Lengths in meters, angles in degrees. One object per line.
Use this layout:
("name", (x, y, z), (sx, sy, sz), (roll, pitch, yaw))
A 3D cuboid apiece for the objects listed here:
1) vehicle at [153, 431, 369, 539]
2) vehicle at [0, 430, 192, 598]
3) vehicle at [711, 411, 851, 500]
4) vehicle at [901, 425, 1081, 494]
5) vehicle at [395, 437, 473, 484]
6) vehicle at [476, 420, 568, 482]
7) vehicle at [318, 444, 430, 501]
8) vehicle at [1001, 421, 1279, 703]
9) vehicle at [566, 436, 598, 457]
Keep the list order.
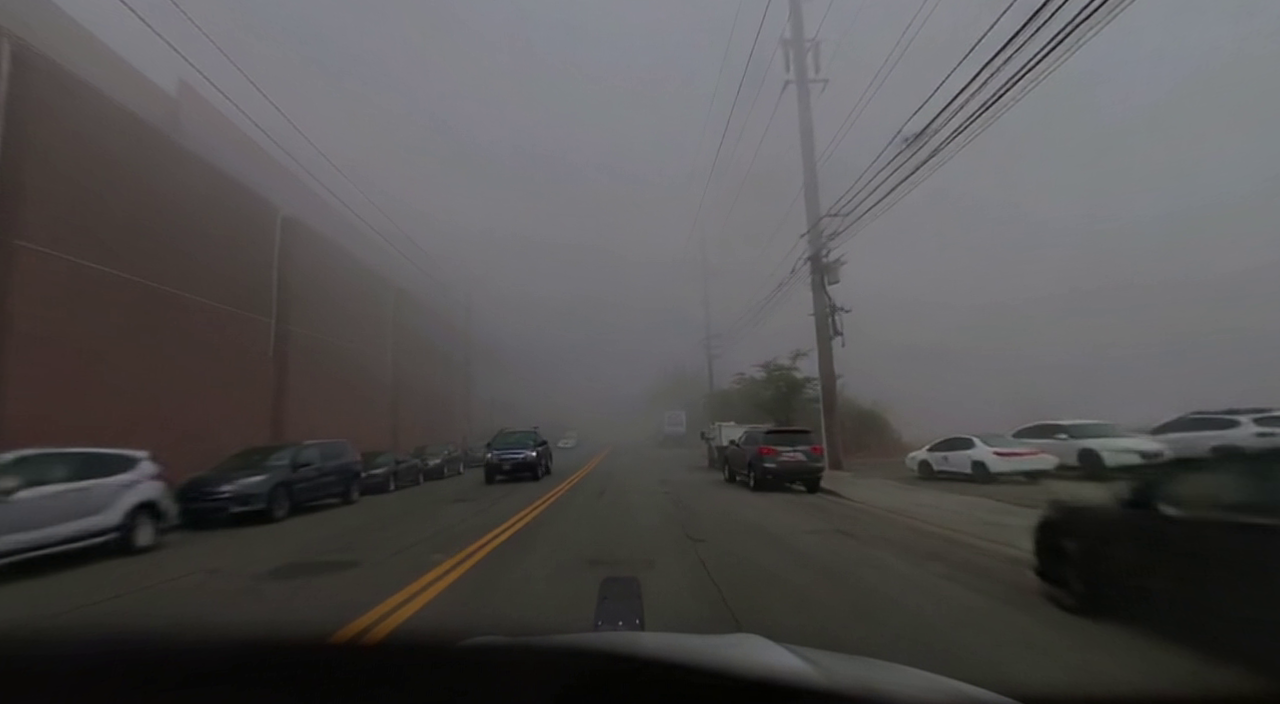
("vehicle", (-7.769, 2.670, 13.611), (1.933, 1.754, 4.514), (-3, -7, 0))
("vehicle", (-7.932, 1.820, 7.395), (2.194, 1.775, 4.482), (0, -8, -2))
("vehicle", (3.494, 2.710, 17.129), (2.218, 1.956, 5.916), (0, -8, -2))
("vehicle", (8.428, 2.620, 15.709), (1.798, 1.370, 4.191), (-2, -8, -4))
("vehicle", (-8.257, 4.325, 25.747), (1.903, 1.710, 4.322), (0, -8, -3))
("vehicle", (-4.183, 3.615, 23.528), (2.275, 1.999, 5.723), (0, -8, 0))
("vehicle", (-7.965, 3.591, 19.370), (1.759, 1.461, 4.308), (0, -8, -3))
("vehicle", (4.132, 1.077, 3.194), (1.919, 1.453, 4.425), (0, -8, -1))
("vehicle", (-4.271, 7.037, 47.200), (1.966, 1.482, 4.473), (0, -8, 0))
